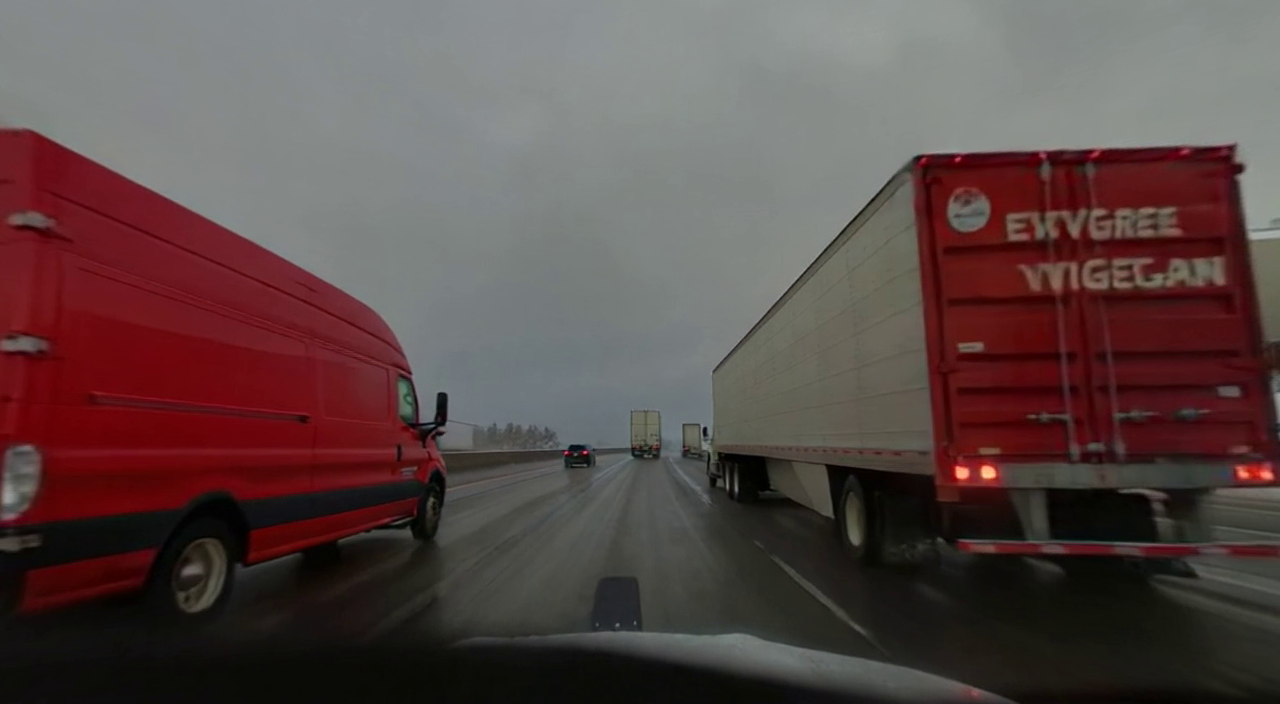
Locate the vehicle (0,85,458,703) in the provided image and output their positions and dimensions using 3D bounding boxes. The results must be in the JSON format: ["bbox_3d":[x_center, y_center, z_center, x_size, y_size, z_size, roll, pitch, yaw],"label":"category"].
[{"bbox_3d":[-3.881,0.791,5.734,2.557,2.855,6.674,0,-9,-1],"label":"vehicle"}]

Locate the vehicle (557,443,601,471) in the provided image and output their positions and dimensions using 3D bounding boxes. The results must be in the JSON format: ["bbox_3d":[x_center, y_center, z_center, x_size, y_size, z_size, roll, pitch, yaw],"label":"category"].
[{"bbox_3d":[-3.417,5.940,36.124,2.024,1.472,4.014,-1,-9,2],"label":"vehicle"}]

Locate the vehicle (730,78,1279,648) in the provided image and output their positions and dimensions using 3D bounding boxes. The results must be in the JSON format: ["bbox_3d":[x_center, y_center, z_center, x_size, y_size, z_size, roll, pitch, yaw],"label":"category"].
[{"bbox_3d":[4.018,0.930,10.992,2.951,3.974,13.340,-1,-9,0],"label":"vehicle"}]
